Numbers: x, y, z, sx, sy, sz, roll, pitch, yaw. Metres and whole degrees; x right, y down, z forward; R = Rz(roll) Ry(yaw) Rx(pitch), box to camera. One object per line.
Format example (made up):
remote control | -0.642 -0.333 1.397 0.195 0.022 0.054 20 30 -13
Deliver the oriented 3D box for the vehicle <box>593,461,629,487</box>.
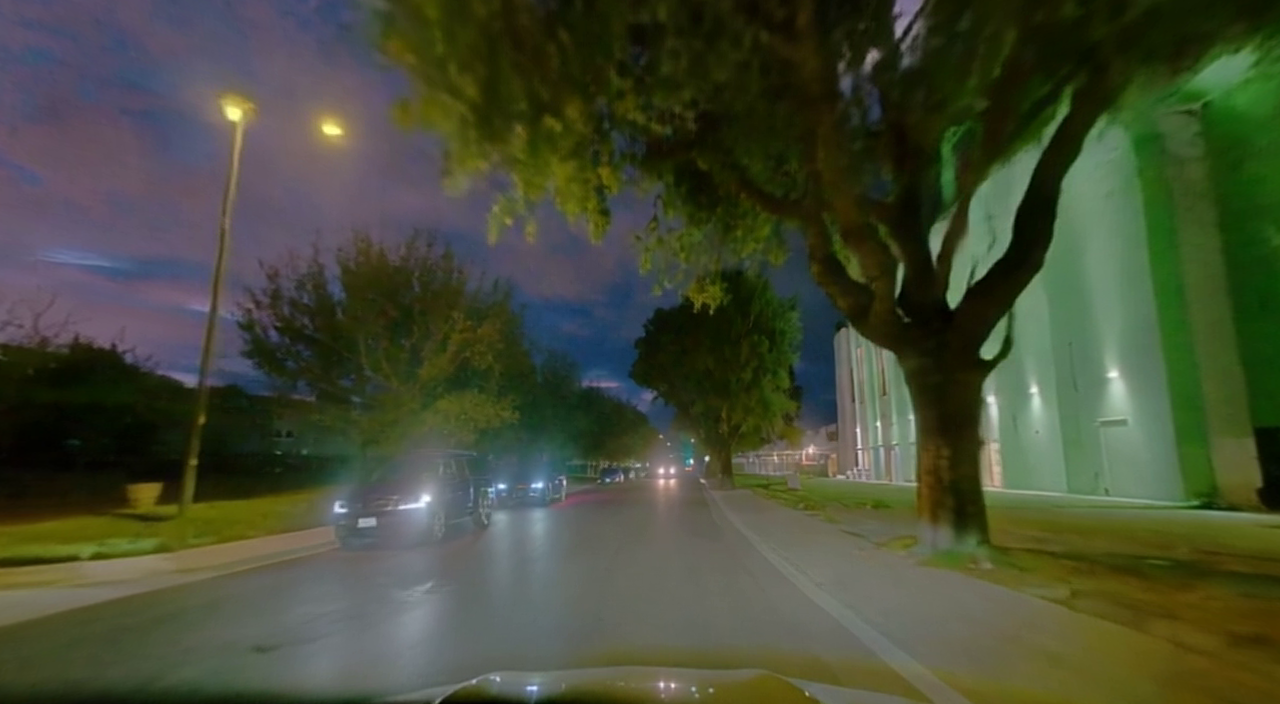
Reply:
vehicle | -1.915 8.240 42.642 2.011 1.596 3.760 -1 -10 3

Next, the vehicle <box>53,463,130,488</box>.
vehicle | -34.713 7.819 39.990 1.576 1.410 3.430 1 -10 3

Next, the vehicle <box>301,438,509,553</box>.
vehicle | -4.219 2.677 12.350 2.022 1.776 4.625 -2 -10 4

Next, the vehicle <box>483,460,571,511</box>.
vehicle | -3.707 4.472 21.471 1.903 1.542 4.115 -2 -10 5

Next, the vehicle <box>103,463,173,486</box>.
vehicle | -31.719 7.747 39.908 1.590 1.392 3.279 0 -11 2

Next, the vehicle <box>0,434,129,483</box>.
vehicle | -39.258 7.346 43.256 2.519 3.043 6.151 0 -10 5
